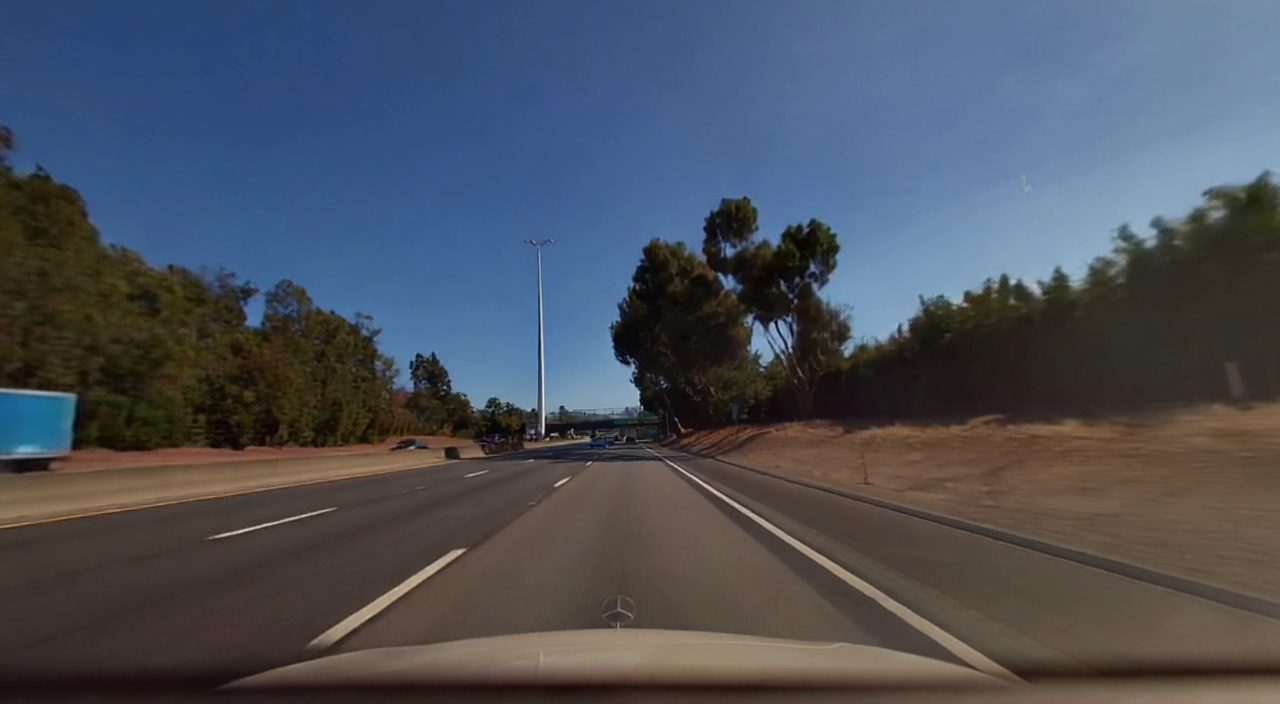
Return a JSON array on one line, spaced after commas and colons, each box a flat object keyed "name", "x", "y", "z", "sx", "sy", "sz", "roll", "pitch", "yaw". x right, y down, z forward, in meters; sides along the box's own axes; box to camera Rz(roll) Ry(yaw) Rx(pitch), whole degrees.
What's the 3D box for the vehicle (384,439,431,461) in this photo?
[{"name": "vehicle", "x": -16.875, "y": 7.118, "z": 45.807, "sx": 1.906, "sy": 1.533, "sz": 4.183, "roll": 0, "pitch": -8, "yaw": -1}]
